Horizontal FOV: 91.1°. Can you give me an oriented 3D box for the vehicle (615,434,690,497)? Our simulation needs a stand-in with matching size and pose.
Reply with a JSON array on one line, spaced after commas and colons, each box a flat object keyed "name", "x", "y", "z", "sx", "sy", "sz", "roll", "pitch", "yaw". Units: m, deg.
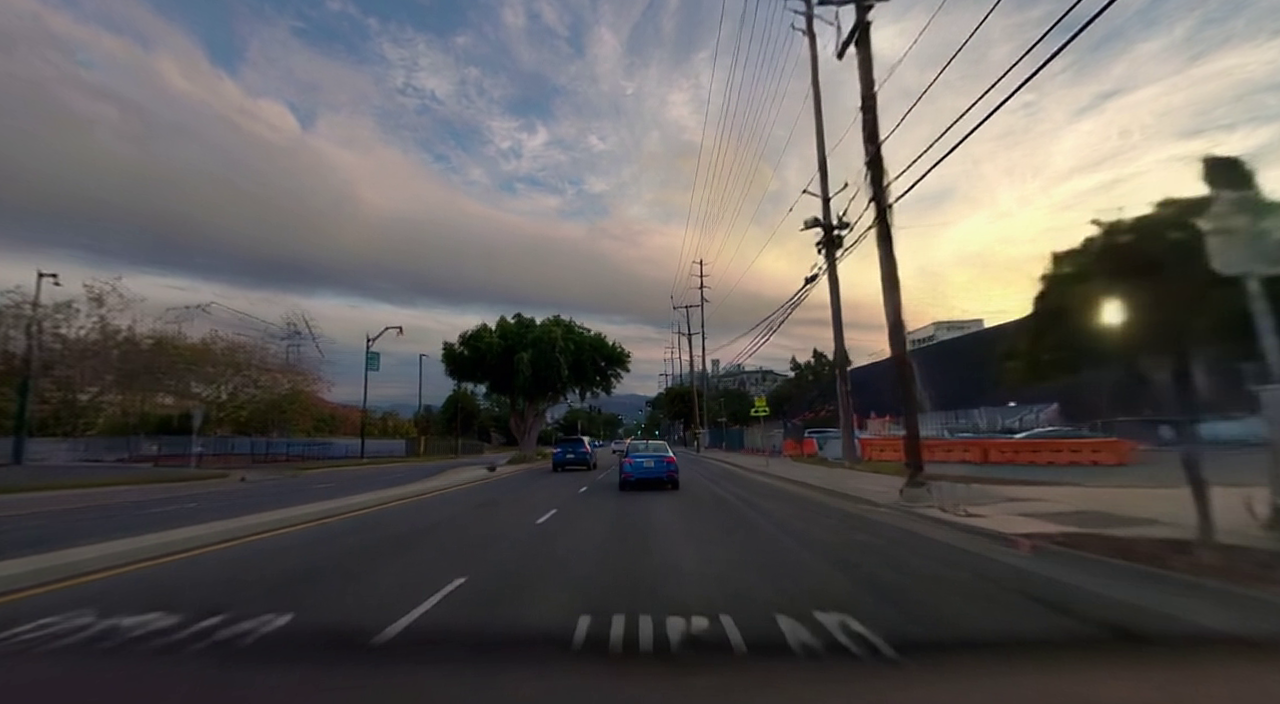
[{"name": "vehicle", "x": 0.331, "y": 3.382, "z": 19.129, "sx": 2.059, "sy": 1.691, "sz": 3.980, "roll": 0, "pitch": -8, "yaw": 0}]

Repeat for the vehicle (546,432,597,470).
[{"name": "vehicle", "x": -3.488, "y": 5.141, "z": 32.805, "sx": 2.078, "sy": 1.804, "sz": 4.387, "roll": 0, "pitch": -8, "yaw": 1}]
